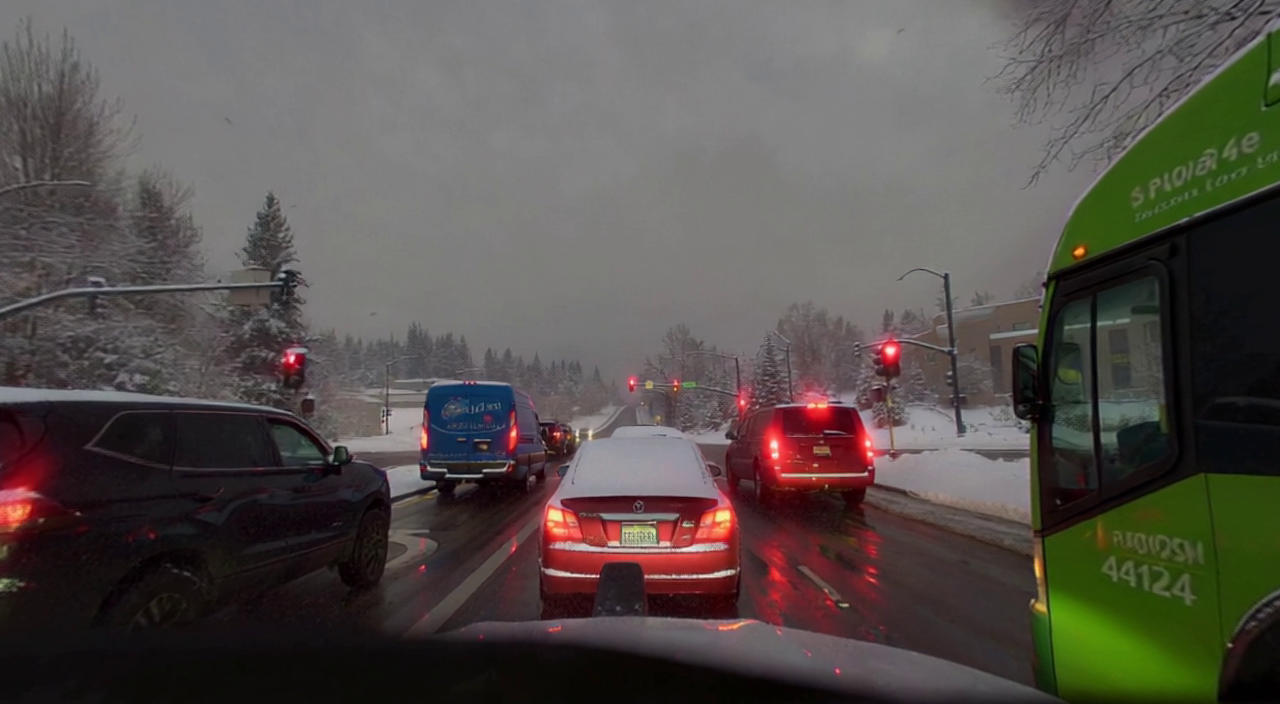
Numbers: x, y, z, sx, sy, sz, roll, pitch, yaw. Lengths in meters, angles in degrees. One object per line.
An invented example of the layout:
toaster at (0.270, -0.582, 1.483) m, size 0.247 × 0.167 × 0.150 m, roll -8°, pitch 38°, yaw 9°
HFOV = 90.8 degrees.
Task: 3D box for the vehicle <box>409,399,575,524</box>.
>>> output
vehicle at (-2.923, 2.355, 13.987) m, size 2.335 × 2.221 × 5.165 m, roll 0°, pitch -8°, yaw 1°

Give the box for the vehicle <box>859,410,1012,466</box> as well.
vehicle at (17.593, 5.145, 37.927) m, size 7.839 × 3.213 × 2.628 m, roll 0°, pitch -8°, yaw -3°

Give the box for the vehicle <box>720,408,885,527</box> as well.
vehicle at (3.150, 2.400, 13.672) m, size 2.143 × 2.036 × 5.367 m, roll 0°, pitch -8°, yaw 0°

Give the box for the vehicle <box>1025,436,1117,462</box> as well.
vehicle at (25.873, 5.828, 37.998) m, size 4.229 × 1.489 × 1.794 m, roll 0°, pitch -9°, yaw -2°

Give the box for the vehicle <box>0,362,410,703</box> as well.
vehicle at (-3.405, 1.182, 4.639) m, size 1.921 × 1.701 × 3.989 m, roll 0°, pitch -8°, yaw 0°

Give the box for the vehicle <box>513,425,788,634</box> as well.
vehicle at (0.066, 1.551, 6.435) m, size 1.976 × 1.485 × 3.624 m, roll 0°, pitch -8°, yaw 0°
